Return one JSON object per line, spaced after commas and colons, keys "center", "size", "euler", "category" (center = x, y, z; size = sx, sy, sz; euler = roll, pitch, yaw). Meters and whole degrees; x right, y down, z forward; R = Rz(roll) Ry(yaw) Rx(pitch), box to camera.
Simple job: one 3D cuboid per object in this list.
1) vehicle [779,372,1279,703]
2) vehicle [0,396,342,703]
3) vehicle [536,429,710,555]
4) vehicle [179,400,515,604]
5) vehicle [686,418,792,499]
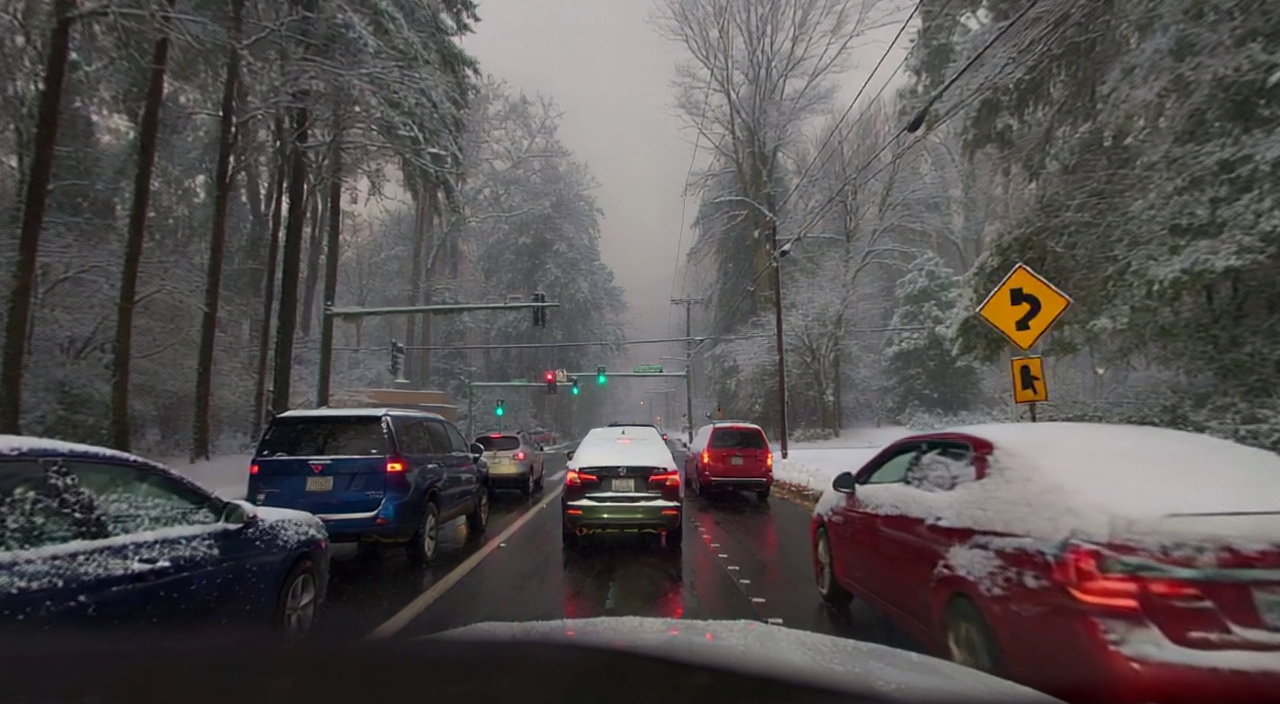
{"center": [2.522, 1.146, 4.171], "size": [2.116, 1.497, 4.652], "euler": [0, -8, 0], "category": "vehicle"}
{"center": [-2.925, 0.843, 1.619], "size": [1.974, 1.484, 4.716], "euler": [0, -8, 0], "category": "vehicle"}
{"center": [-0.252, 1.925, 9.340], "size": [2.025, 1.453, 3.848], "euler": [0, -8, -2], "category": "vehicle"}
{"center": [-2.897, 1.574, 7.454], "size": [1.964, 1.712, 4.097], "euler": [0, -8, 0], "category": "vehicle"}
{"center": [2.453, 2.809, 16.879], "size": [2.059, 1.864, 4.541], "euler": [0, -8, -1], "category": "vehicle"}
